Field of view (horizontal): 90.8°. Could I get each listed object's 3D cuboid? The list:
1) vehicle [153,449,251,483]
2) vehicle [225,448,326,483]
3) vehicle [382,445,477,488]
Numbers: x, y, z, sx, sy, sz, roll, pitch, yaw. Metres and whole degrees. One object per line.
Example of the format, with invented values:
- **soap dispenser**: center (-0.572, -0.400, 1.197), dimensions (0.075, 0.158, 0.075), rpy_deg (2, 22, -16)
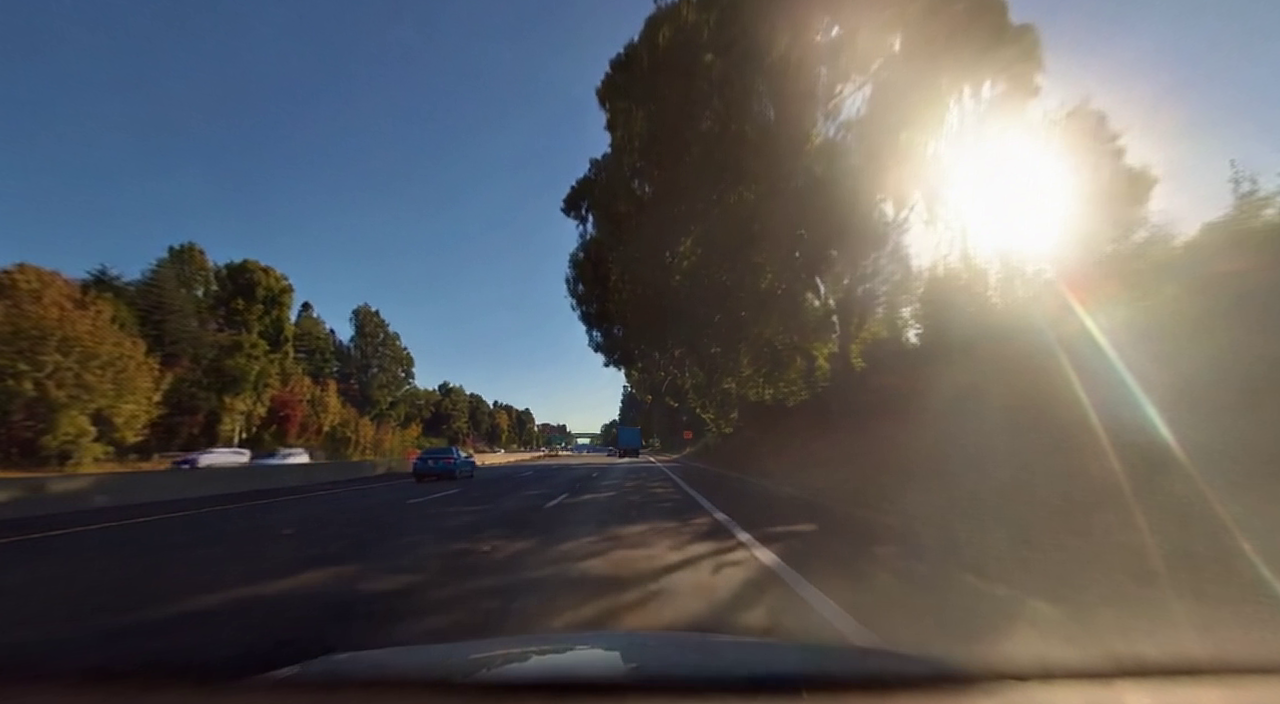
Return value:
- **vehicle**: center (-21.788, 5.669, 31.671), dimensions (1.848, 1.553, 4.323), rpy_deg (0, -9, -1)
- **vehicle**: center (-17.672, 5.491, 30.984), dimensions (2.261, 1.528, 4.563), rpy_deg (0, -9, -1)
- **vehicle**: center (-8.060, 4.400, 24.687), dimensions (2.155, 1.504, 4.490), rpy_deg (0, -9, 0)
